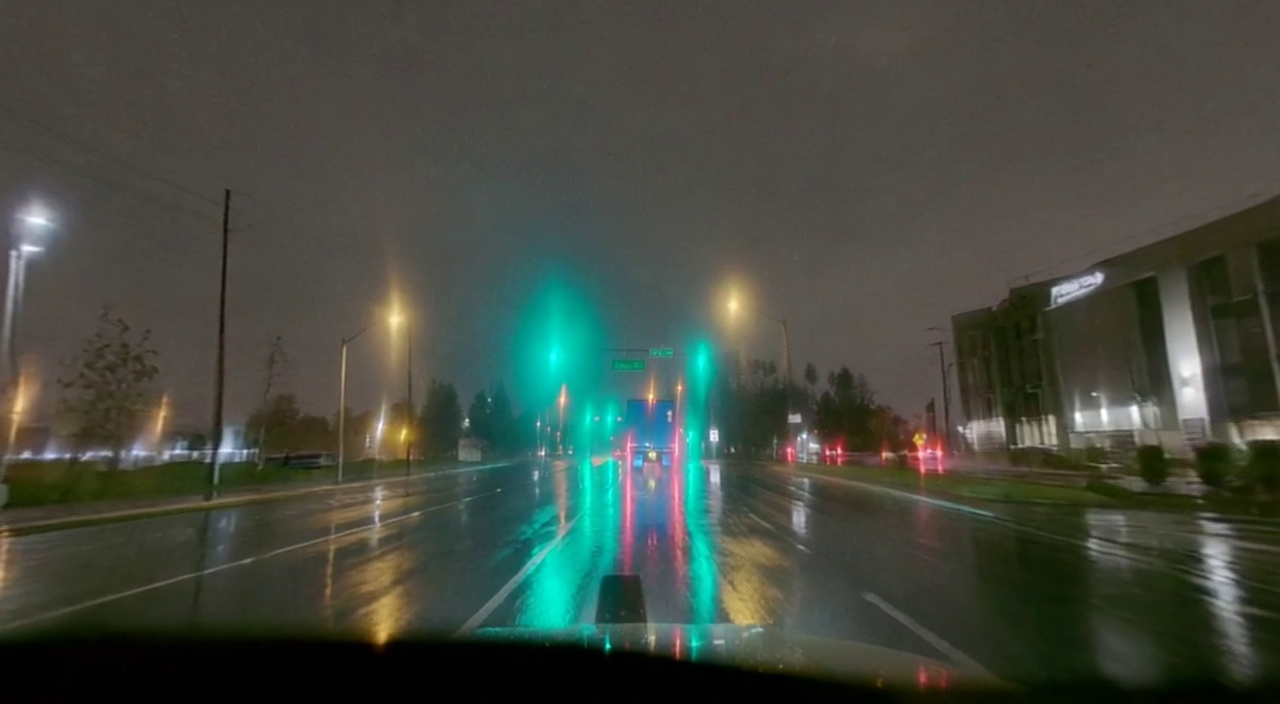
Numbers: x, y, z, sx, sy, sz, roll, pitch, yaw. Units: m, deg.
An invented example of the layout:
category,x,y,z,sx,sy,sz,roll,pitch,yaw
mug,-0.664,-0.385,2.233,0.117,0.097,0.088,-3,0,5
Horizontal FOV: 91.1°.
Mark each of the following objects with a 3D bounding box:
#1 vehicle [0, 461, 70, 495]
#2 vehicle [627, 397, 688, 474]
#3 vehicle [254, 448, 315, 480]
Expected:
category,x,y,z,sx,sy,sz,roll,pitch,yaw
vehicle,-33.756,6.828,33.895,4.128,1.603,1.853,-3,-9,1
vehicle,0.780,5.170,38.212,2.992,3.949,11.815,0,-9,-2
vehicle,-24.723,7.801,43.835,1.715,2.103,3.719,-1,-9,7
